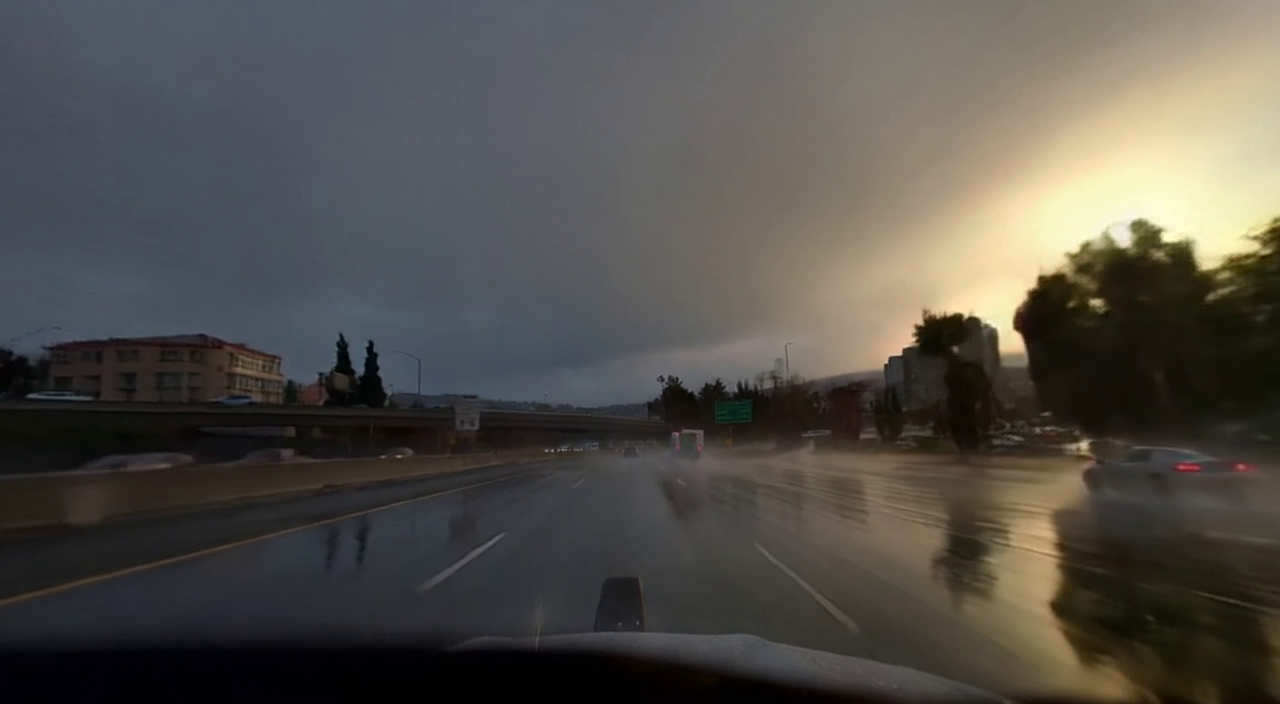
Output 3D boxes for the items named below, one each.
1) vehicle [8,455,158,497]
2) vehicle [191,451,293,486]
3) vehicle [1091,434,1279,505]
[{"bbox_3d":[-23.022,5.108,26.427,1.902,1.486,4.729,0,-9,1],"label":"vehicle"},{"bbox_3d":[-18.935,5.541,30.341,1.907,1.490,4.498,0,-9,0],"label":"vehicle"},{"bbox_3d":[13.713,2.850,15.740,1.878,1.509,4.327,-1,-9,3],"label":"vehicle"}]
